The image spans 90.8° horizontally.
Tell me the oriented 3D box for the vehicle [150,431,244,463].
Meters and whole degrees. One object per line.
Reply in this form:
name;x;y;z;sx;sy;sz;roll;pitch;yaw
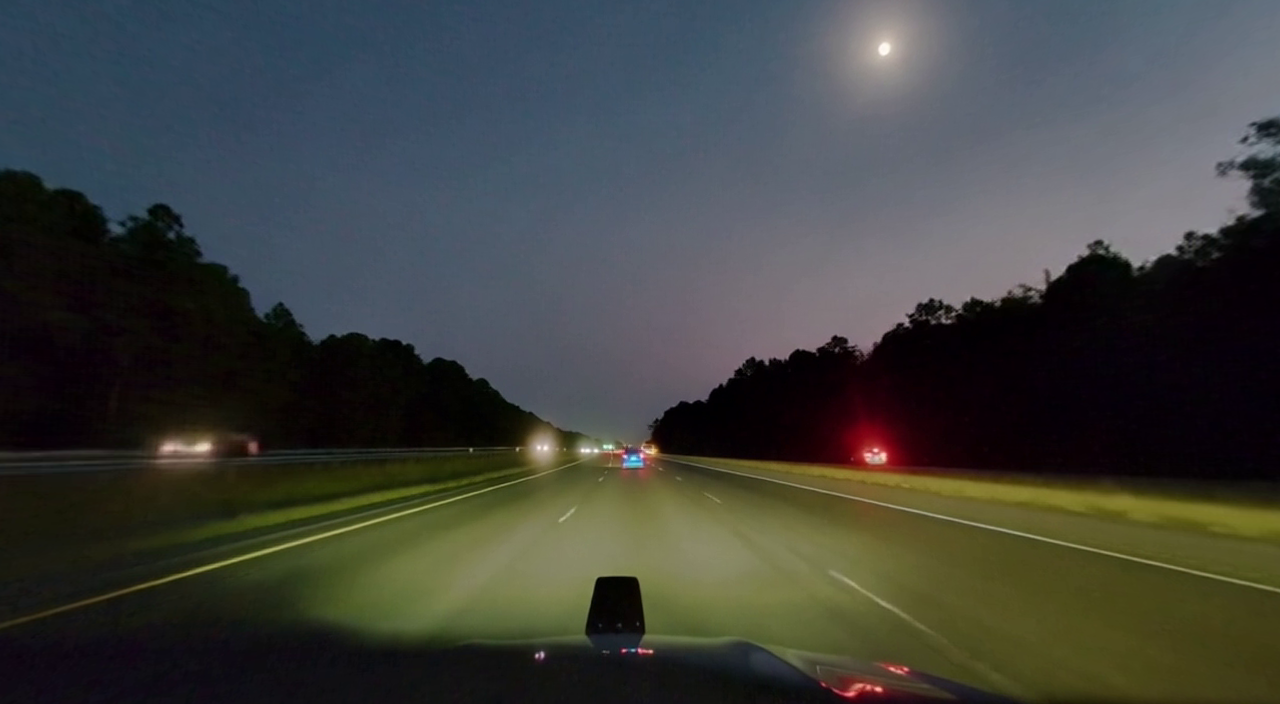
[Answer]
vehicle;-21.738;4.696;31.146;1.775;1.464;4.111;0;-9;-3
